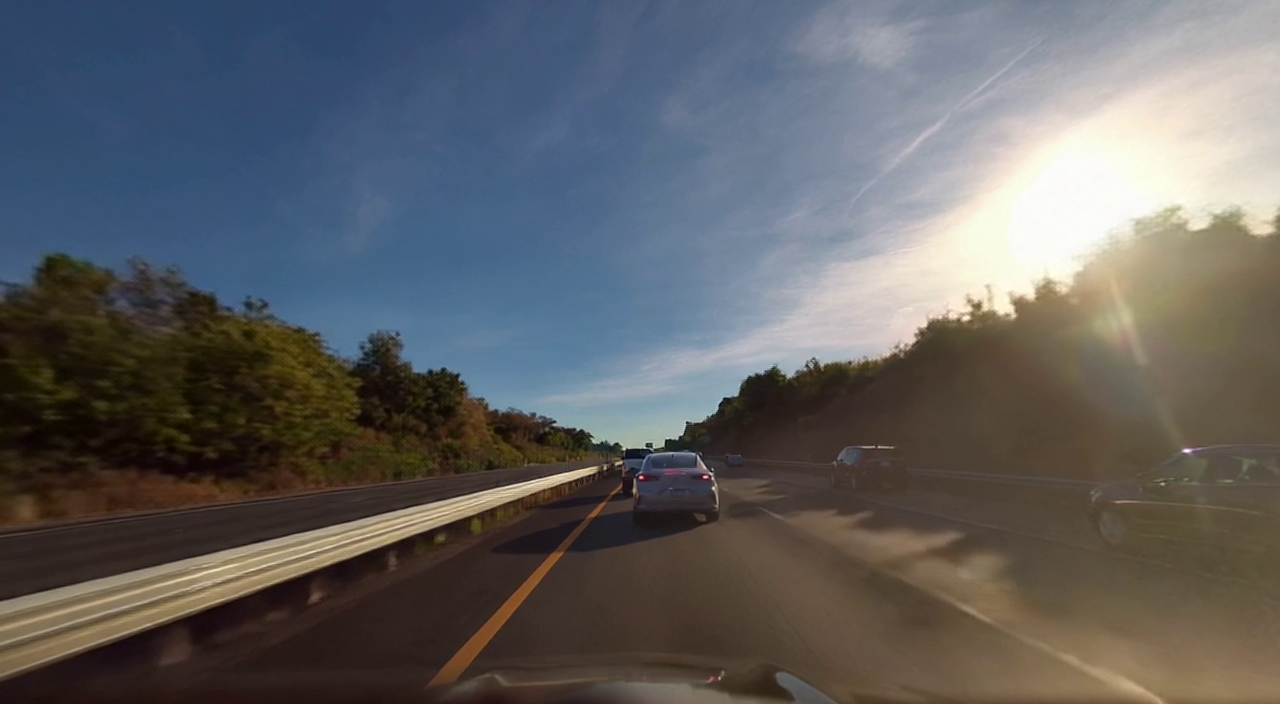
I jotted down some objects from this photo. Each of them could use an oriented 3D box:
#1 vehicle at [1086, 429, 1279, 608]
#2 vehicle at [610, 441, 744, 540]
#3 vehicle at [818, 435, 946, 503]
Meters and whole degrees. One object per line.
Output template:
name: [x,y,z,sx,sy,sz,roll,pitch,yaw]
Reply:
vehicle: [6.355,1.418,5.455,1.965,1.484,4.090,0,-9,0]
vehicle: [0.572,2.445,11.679,2.076,1.485,3.774,0,-9,0]
vehicle: [6.806,3.330,18.308,1.980,1.702,4.235,0,-9,0]
